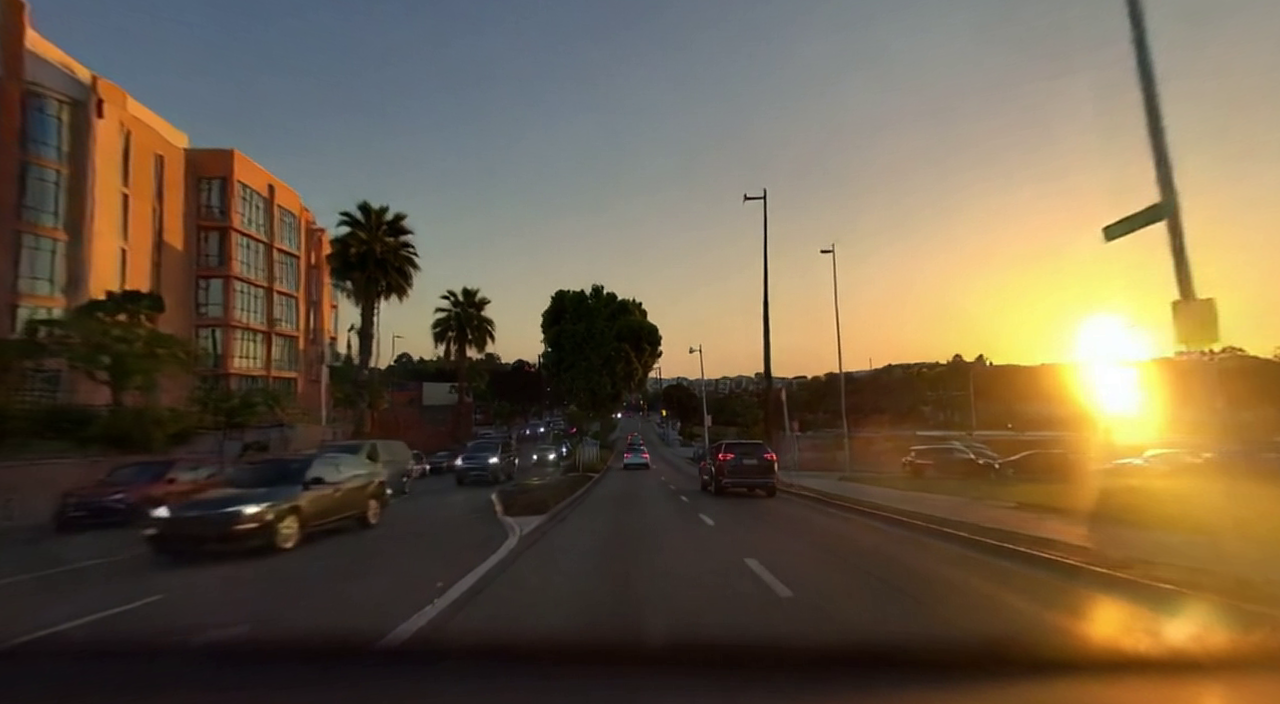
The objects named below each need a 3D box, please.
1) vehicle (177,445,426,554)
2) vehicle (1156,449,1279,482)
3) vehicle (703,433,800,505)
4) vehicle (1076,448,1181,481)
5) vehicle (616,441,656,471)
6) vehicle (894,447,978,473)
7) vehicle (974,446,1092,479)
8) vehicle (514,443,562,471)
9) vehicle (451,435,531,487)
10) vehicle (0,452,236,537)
[{"bbox_3d":[-5.710,2.487,11.485,2.074,1.541,4.395,0,-8,0],"label":"vehicle"},{"bbox_3d":[30.030,5.888,32.850,4.463,1.600,2.122,0,-8,1],"label":"vehicle"},{"bbox_3d":[3.139,3.391,18.786,1.995,1.858,4.333,0,-8,-1],"label":"vehicle"},{"bbox_3d":[25.411,5.845,32.977,3.611,1.590,2.171,0,-8,-1],"label":"vehicle"},{"bbox_3d":[-0.254,6.108,37.211,2.196,1.655,3.939,0,-8,-1],"label":"vehicle"},{"bbox_3d":[20.258,7.390,43.343,4.540,1.386,2.337,-4,-8,-1],"label":"vehicle"},{"bbox_3d":[20.491,5.765,33.084,4.673,1.592,2.193,-1,-8,2],"label":"vehicle"},{"bbox_3d":[-6.083,6.283,38.127,2.168,1.572,4.635,0,-8,-1],"label":"vehicle"},{"bbox_3d":[-5.919,4.374,25.806,2.106,1.890,4.783,0,-8,0],"label":"vehicle"},{"bbox_3d":[-11.957,3.219,14.899,2.062,1.609,4.233,0,-8,-1],"label":"vehicle"}]
